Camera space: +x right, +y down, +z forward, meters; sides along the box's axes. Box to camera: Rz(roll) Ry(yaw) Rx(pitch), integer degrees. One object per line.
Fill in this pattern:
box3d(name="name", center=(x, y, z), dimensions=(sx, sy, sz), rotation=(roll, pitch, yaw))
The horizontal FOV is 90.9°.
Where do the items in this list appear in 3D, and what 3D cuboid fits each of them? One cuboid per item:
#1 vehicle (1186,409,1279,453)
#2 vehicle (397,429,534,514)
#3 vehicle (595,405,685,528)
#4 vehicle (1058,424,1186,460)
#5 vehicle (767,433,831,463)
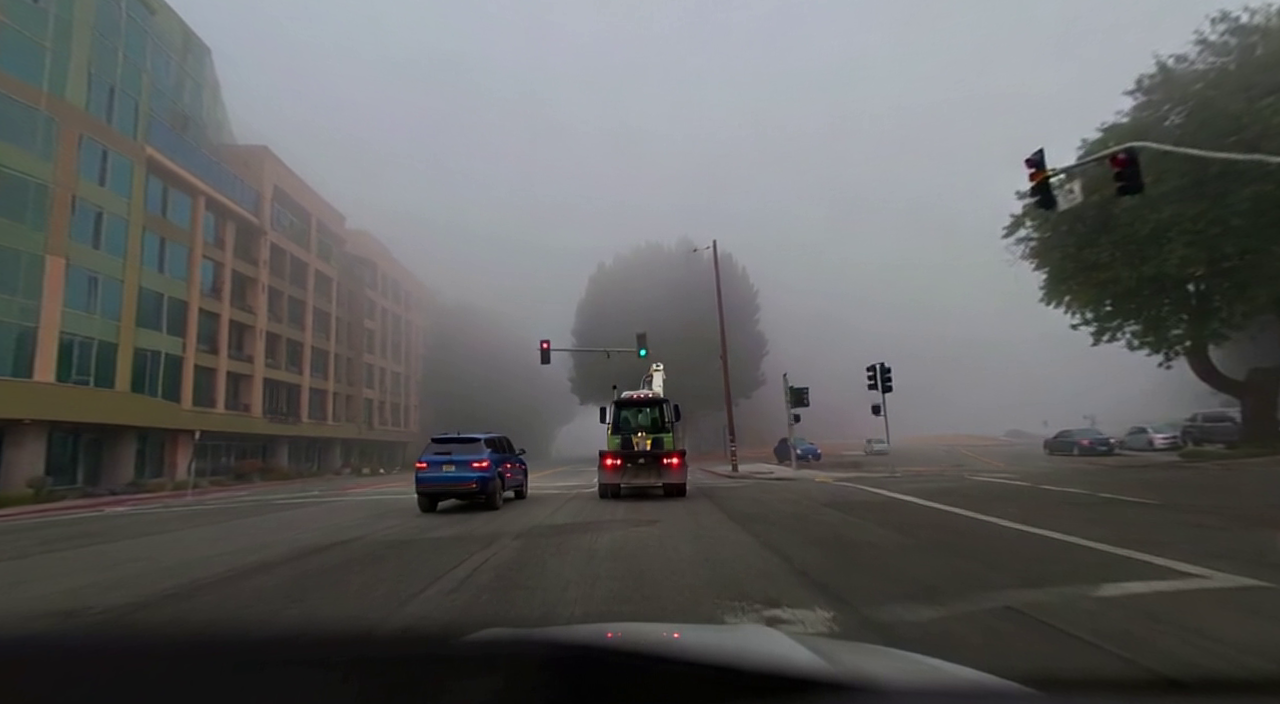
box3d(name="vehicle", center=(28.259, 3.608, 28.845), dimensions=(4.772, 1.868, 2.053), rotation=(0, -9, -6))
box3d(name="vehicle", center=(-3.915, 2.764, 15.002), dimensions=(2.081, 1.688, 4.235), rotation=(0, -9, -1))
box3d(name="vehicle", center=(-0.056, 4.103, 23.728), dimensions=(2.552, 3.461, 11.044), rotation=(-1, -9, 0))
box3d(name="vehicle", center=(20.932, 3.979, 27.626), dimensions=(1.767, 1.440, 4.261), rotation=(1, -9, -10))
box3d(name="vehicle", center=(10.272, 6.271, 41.233), dimensions=(2.186, 1.783, 4.716), rotation=(0, -9, -10))
